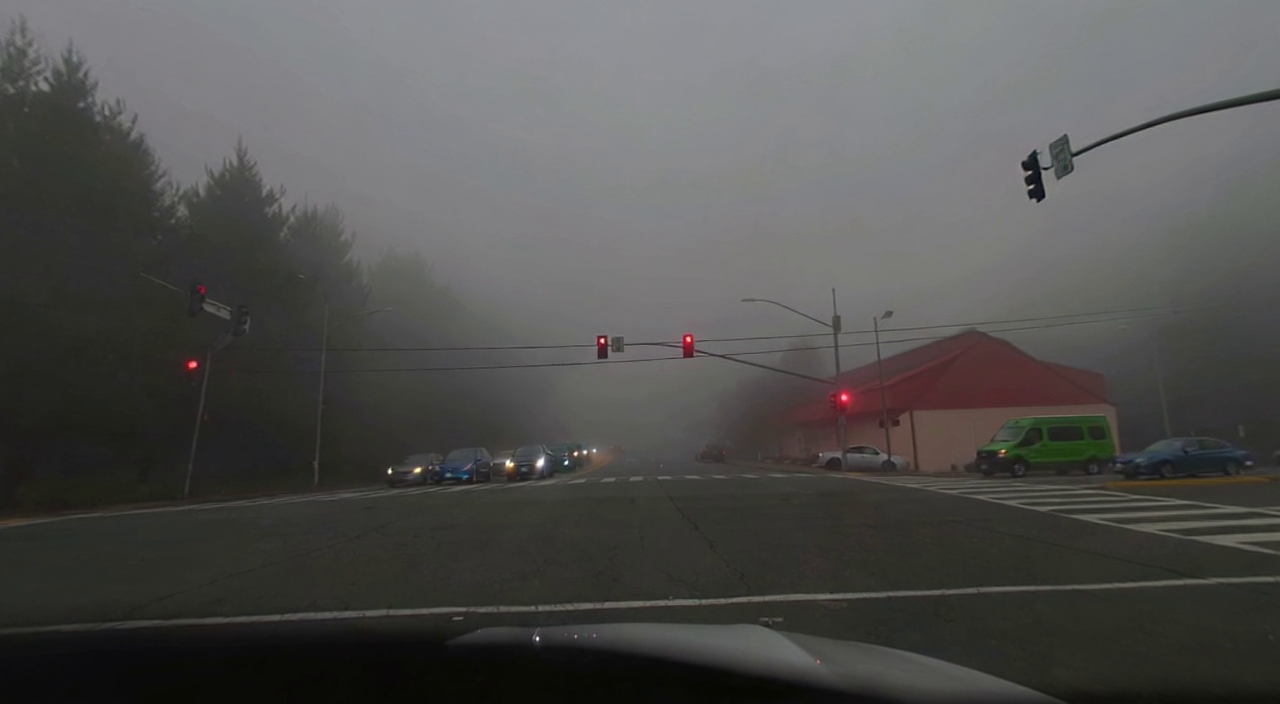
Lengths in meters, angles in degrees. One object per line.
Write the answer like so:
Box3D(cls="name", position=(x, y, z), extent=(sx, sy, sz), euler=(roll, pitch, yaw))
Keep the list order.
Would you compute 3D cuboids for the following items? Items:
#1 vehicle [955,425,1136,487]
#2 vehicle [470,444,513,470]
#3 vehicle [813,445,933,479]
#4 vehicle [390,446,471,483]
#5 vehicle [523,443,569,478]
Box3D(cls="vehicle", position=(14.829, 3.769, 23.133), extent=(5.910, 2.046, 2.228), euler=(3, -9, -19))
Box3D(cls="vehicle", position=(-9.017, 6.385, 38.709), extent=(1.779, 1.460, 4.463), euler=(0, -9, -3))
Box3D(cls="vehicle", position=(10.429, 4.965, 28.654), extent=(4.828, 1.453, 1.919), euler=(-2, -9, 11))
Box3D(cls="vehicle", position=(-8.982, 4.834, 27.497), extent=(2.024, 1.460, 4.381), euler=(0, -9, 0))
Box3D(cls="vehicle", position=(-4.181, 4.742, 27.963), extent=(1.846, 1.416, 4.228), euler=(1, -9, -9))
